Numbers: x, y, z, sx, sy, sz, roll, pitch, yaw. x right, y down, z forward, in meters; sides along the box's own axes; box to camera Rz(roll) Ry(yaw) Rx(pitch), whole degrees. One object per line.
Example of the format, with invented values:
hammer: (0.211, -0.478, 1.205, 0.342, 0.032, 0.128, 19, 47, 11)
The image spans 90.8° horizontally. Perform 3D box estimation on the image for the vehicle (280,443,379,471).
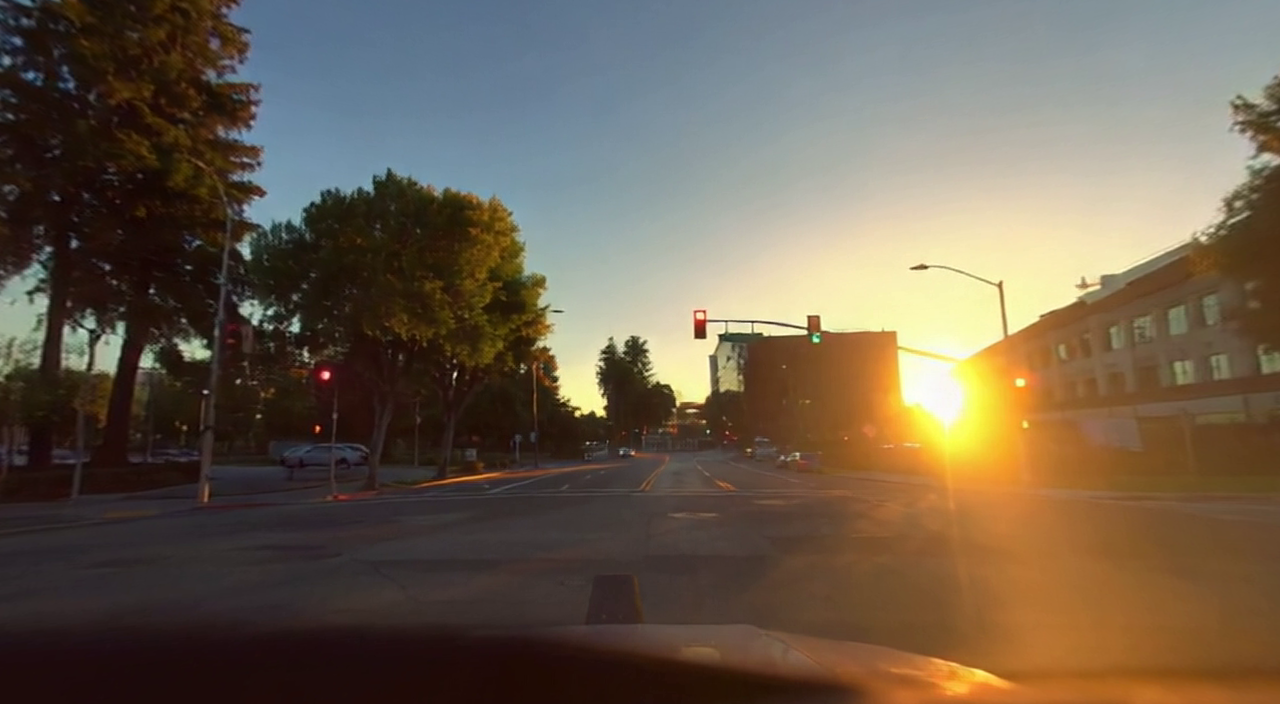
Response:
vehicle: (-18.123, 6.131, 37.052, 4.765, 1.593, 1.891, 0, -9, -1)
